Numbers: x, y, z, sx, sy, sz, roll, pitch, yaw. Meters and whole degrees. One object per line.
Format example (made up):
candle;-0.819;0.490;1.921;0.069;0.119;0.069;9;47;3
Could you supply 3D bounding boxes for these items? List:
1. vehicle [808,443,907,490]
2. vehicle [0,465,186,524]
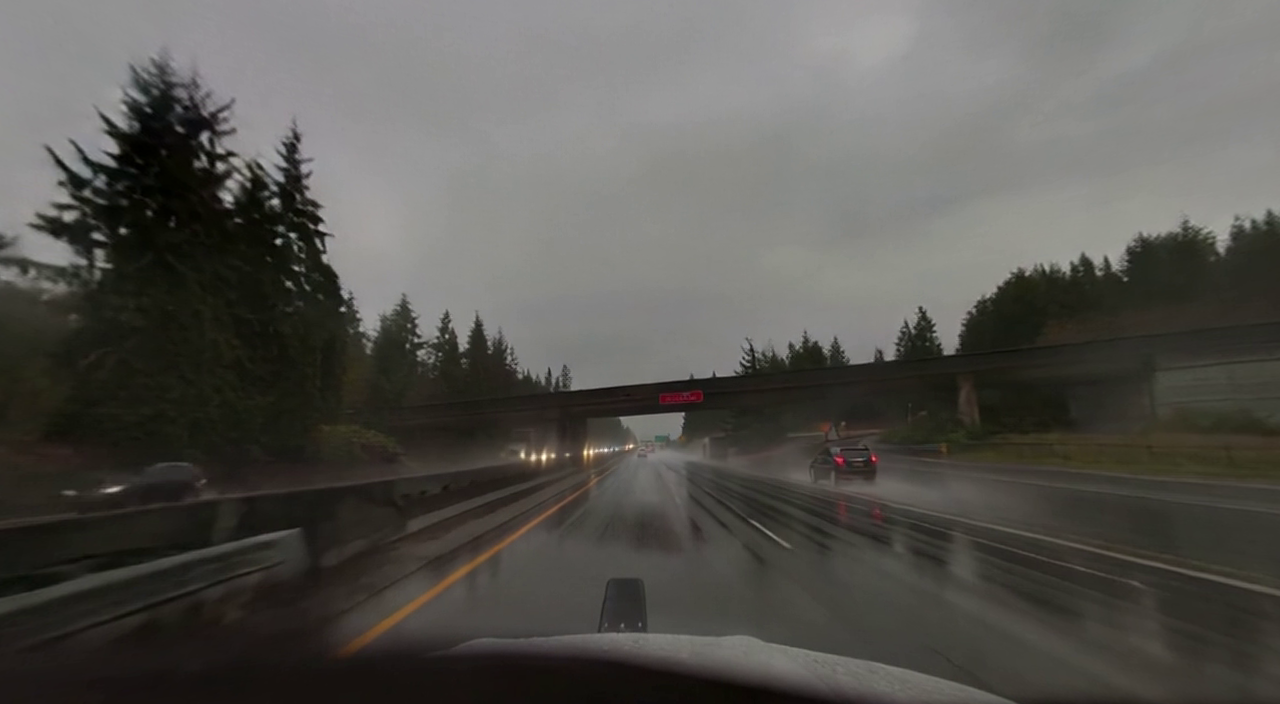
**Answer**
vehicle;7.579;4.033;22.468;1.987;1.473;4.244;0;-9;0
vehicle;-16.068;4.164;18.812;2.048;1.446;3.900;0;-9;0
